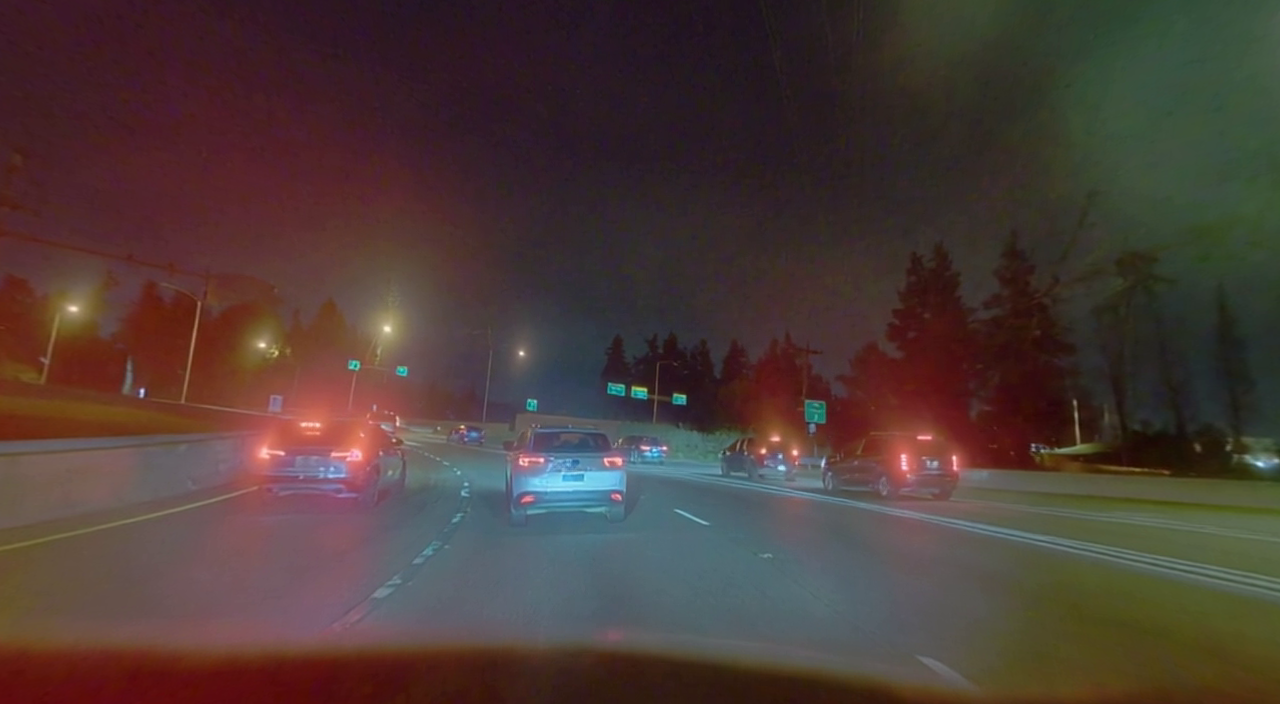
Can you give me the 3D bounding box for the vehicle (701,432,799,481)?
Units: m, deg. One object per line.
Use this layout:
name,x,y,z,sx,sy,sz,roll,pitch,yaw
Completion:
vehicle,4.410,4.297,26.129,2.079,1.807,4.682,2,-9,-17

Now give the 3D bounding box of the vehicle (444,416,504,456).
vehicle,-8.283,4.193,31.153,2.042,1.817,4.650,4,-9,-24

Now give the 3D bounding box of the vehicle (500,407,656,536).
vehicle,-1.283,1.952,10.871,2.140,1.724,4.304,2,-9,-12

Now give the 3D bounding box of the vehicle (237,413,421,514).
vehicle,-5.561,2.050,12.026,2.033,1.501,4.623,2,-9,-12
